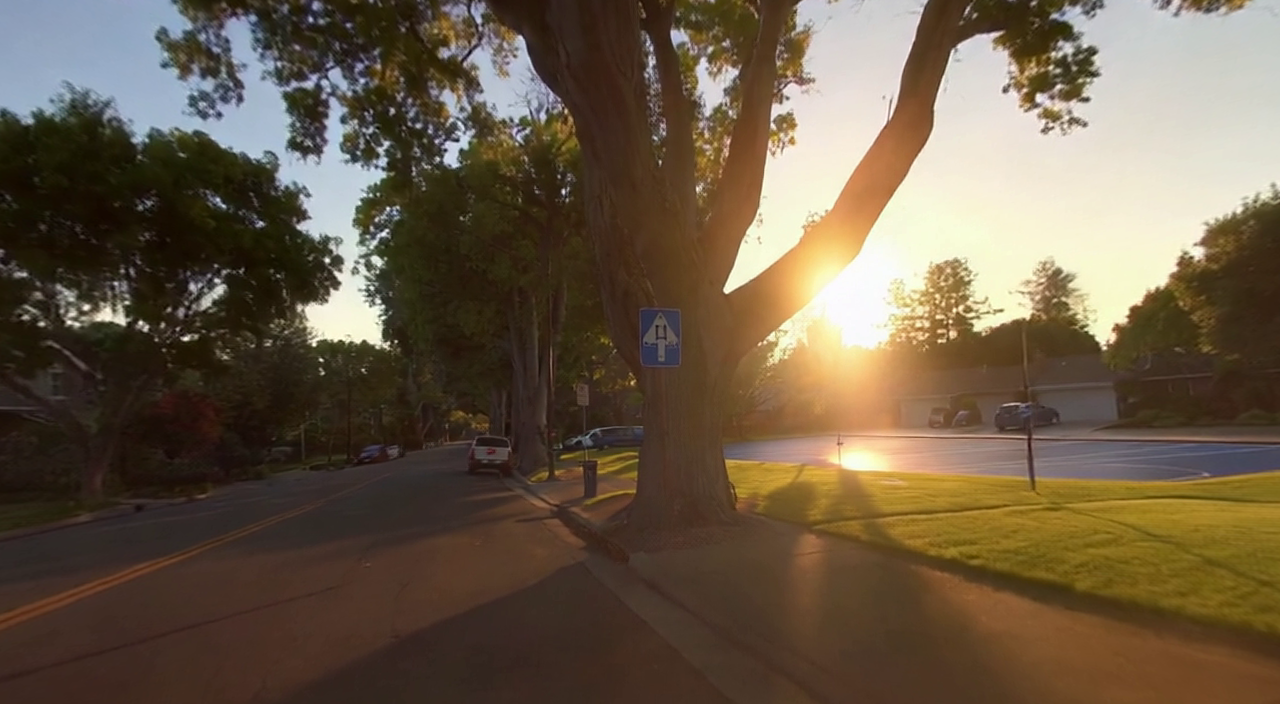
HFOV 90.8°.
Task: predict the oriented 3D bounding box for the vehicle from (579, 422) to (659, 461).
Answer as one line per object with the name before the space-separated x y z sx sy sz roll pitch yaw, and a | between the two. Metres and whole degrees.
vehicle | -1.147 5.110 36.447 1.954 1.696 4.390 -8 -5 42

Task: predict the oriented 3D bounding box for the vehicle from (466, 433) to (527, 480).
vehicle | -5.965 4.270 26.056 2.204 1.776 4.262 2 -9 -14

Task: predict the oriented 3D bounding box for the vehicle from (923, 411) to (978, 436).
vehicle | 22.084 5.105 44.835 4.245 1.601 1.912 7 -12 -41

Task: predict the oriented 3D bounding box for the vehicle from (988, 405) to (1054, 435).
vehicle | 23.413 4.206 38.780 4.481 1.634 1.973 7 -11 -39
